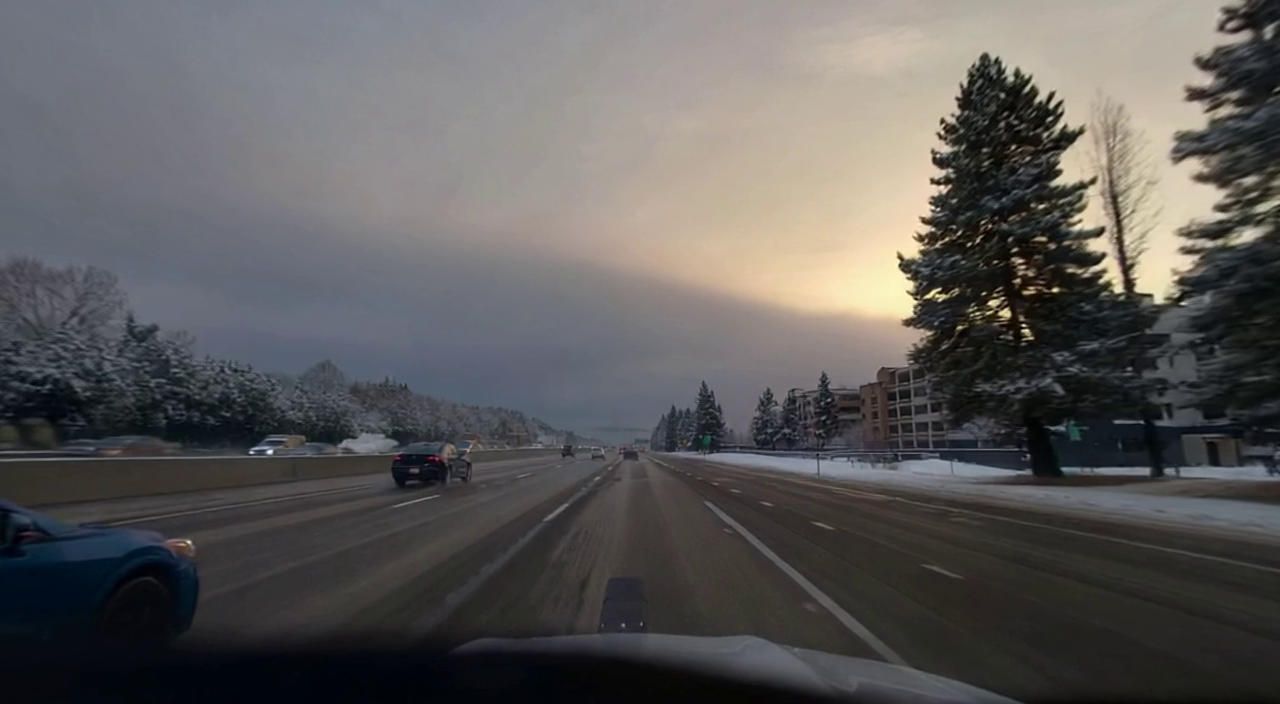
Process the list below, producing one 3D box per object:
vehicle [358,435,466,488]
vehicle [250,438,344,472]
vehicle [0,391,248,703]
[{"bbox_3d":[-7.803,3.778,22.113,2.118,1.675,4.395,0,-8,0],"label":"vehicle"},{"bbox_3d":[-17.006,5.122,31.594,1.904,1.572,4.918,0,-8,0],"label":"vehicle"},{"bbox_3d":[-3.716,0.817,1.652,2.144,1.565,4.951,0,-8,1],"label":"vehicle"}]
